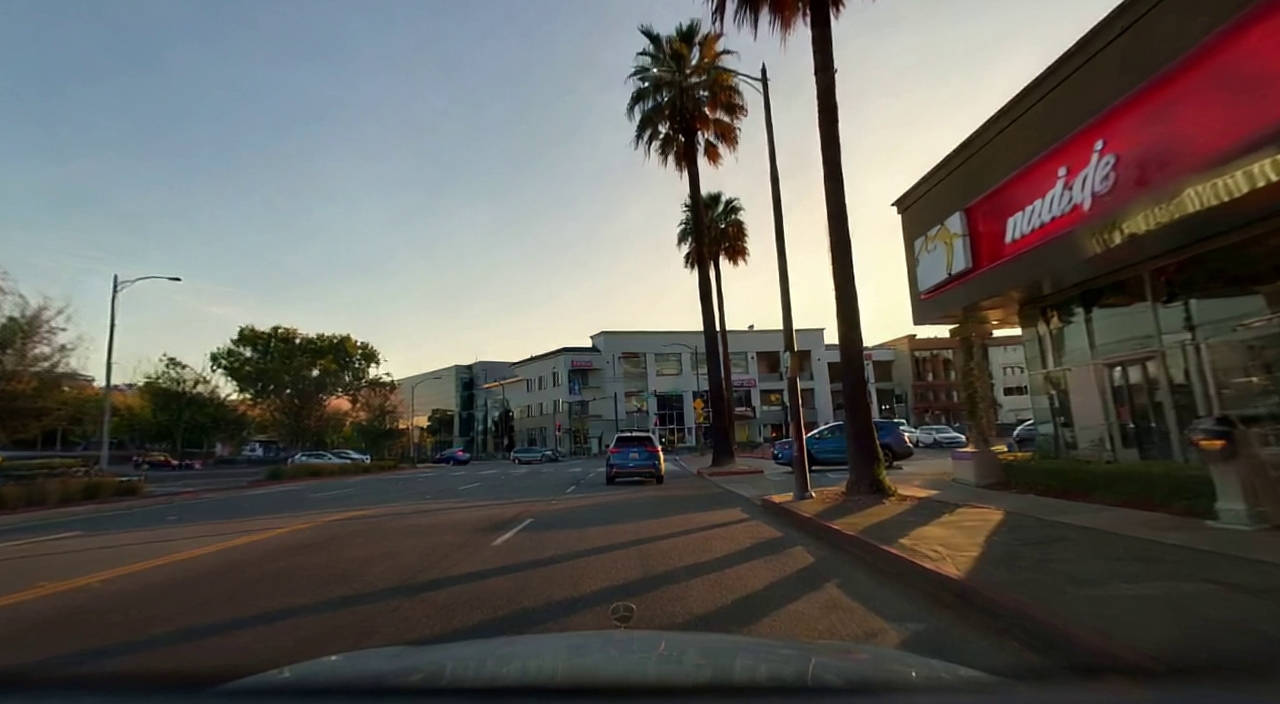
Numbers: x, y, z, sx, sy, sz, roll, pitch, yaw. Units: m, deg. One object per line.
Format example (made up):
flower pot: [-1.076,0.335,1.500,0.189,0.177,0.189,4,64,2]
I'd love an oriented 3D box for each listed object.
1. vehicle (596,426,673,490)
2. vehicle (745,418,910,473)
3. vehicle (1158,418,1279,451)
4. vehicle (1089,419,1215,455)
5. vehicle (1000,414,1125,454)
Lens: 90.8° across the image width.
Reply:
vehicle: [-0.195,3.349,20.219,2.234,1.818,3.869,0,-9,-1]
vehicle: [6.182,3.167,21.366,4.828,1.733,2.231,0,-9,-1]
vehicle: [28.017,4.002,30.390,1.823,1.443,4.305,4,-10,-27]
vehicle: [24.204,4.074,30.041,1.867,1.571,4.153,3,-9,-20]
vehicle: [19.969,3.973,30.269,2.080,1.702,5.430,0,-8,-2]
